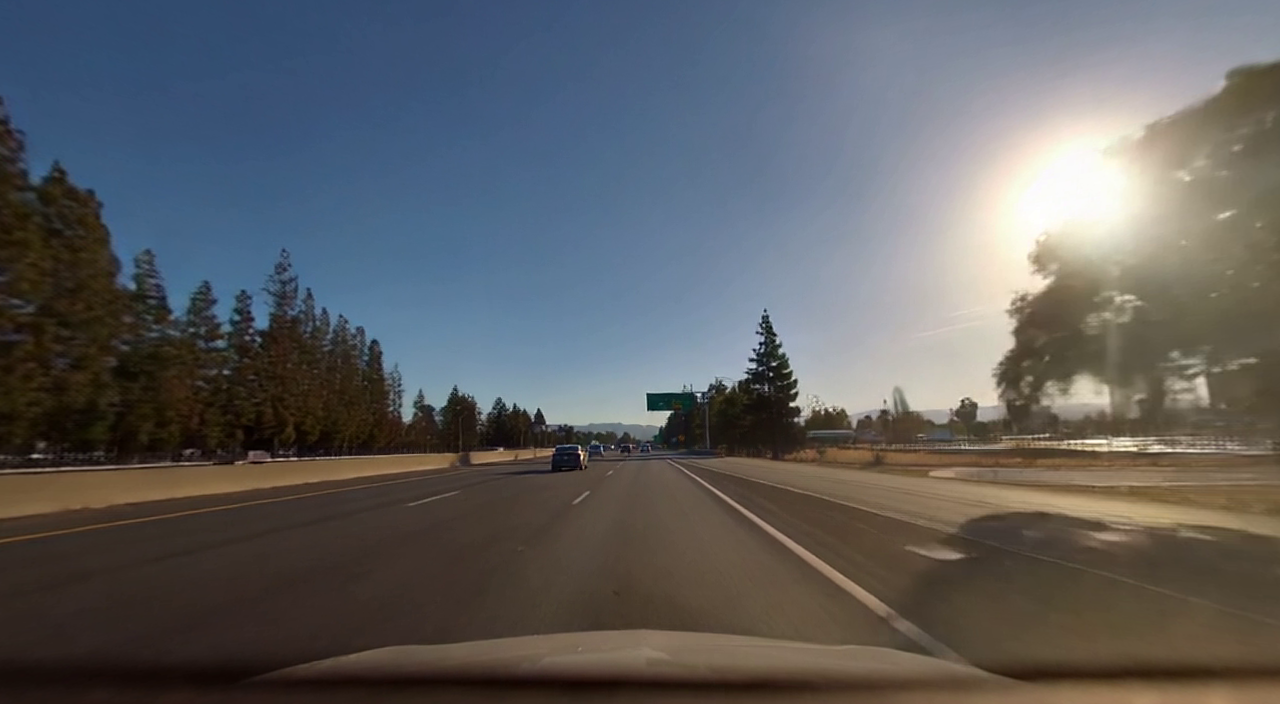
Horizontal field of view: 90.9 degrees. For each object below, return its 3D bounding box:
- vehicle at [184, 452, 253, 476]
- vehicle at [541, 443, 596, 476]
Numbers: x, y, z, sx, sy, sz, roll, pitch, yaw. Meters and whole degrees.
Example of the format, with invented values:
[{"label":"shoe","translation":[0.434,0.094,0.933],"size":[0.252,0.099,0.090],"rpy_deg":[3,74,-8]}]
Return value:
[{"label":"vehicle","translation":[-27.891,7.392,41.894],"size":[1.723,1.434,4.095],"rpy_deg":[0,-9,0]},{"label":"vehicle","translation":[-3.359,5.171,30.522],"size":[2.128,1.450,4.078],"rpy_deg":[0,-9,1]}]
